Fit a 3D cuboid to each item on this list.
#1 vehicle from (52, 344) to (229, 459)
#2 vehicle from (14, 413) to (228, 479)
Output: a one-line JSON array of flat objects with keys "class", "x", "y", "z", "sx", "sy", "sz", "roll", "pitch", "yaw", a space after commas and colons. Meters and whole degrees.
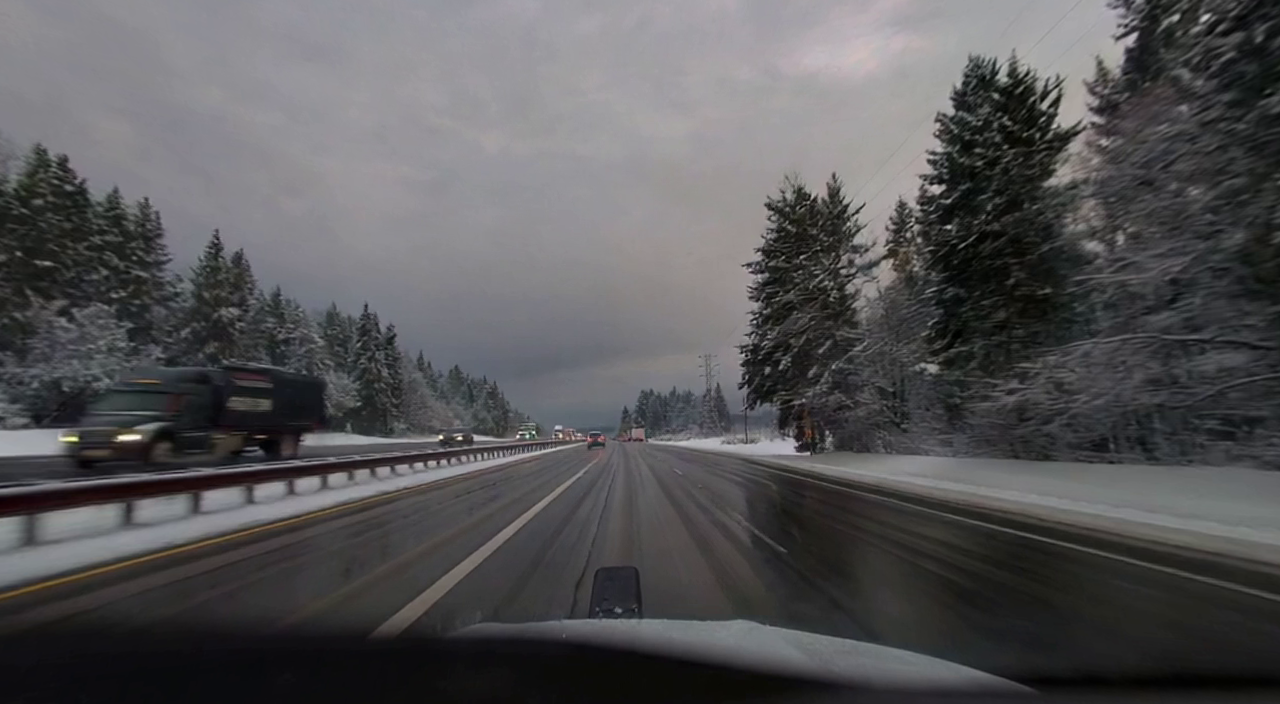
[{"class": "vehicle", "x": -16.286, "y": 1.709, "z": 20.859, "sx": 2.954, "sy": 3.517, "sz": 3.281, "roll": 0, "pitch": -8, "yaw": -2}, {"class": "vehicle", "x": -12.247, "y": 2.244, "z": 15.283, "sx": 1.838, "sy": 1.390, "sz": 3.974, "roll": 0, "pitch": -8, "yaw": -1}]
